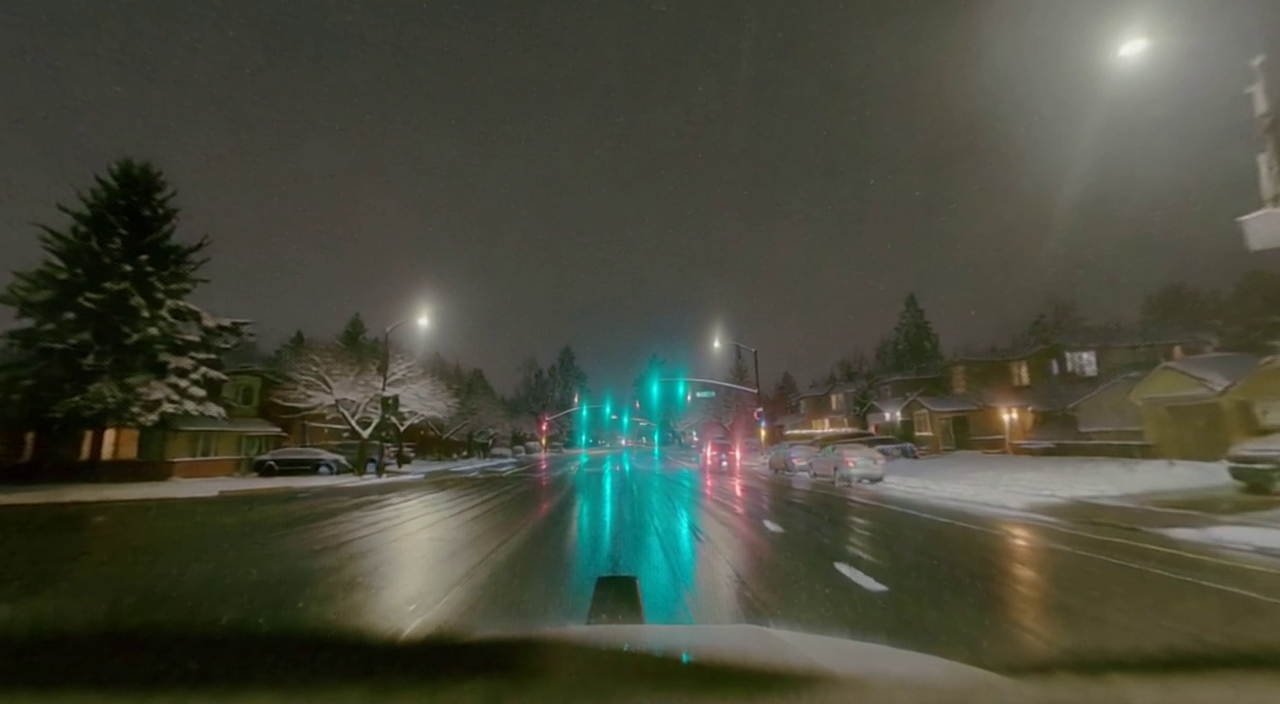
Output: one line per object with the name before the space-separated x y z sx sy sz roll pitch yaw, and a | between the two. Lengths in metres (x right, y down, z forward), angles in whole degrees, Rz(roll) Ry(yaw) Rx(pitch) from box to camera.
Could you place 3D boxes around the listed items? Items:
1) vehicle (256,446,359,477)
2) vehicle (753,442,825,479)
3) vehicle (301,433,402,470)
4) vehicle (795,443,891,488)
vehicle | -18.261 6.028 34.825 4.598 1.445 1.973 -2 -9 -1
vehicle | 7.059 5.142 30.392 1.934 1.504 4.928 4 -9 -4
vehicle | -18.433 6.430 40.638 5.096 2.070 2.687 2 -10 1
vehicle | 7.607 4.269 24.203 1.951 1.528 4.366 1 -8 -5
